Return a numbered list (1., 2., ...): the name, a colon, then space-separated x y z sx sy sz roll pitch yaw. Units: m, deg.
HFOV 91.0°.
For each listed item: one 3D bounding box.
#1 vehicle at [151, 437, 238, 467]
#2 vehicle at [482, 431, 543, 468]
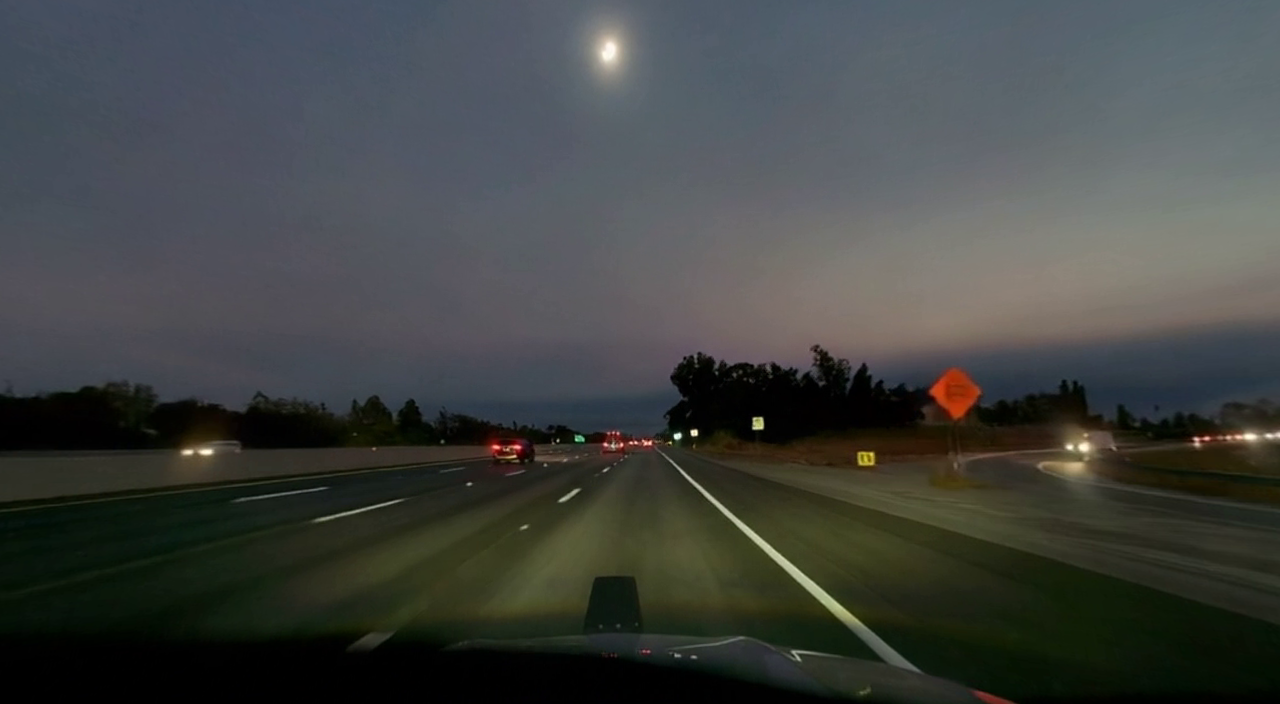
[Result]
1. vehicle: -25.347 5.682 35.977 1.884 1.584 3.970 0 -8 3
2. vehicle: -6.601 5.143 33.258 2.103 1.775 4.966 0 -8 1
